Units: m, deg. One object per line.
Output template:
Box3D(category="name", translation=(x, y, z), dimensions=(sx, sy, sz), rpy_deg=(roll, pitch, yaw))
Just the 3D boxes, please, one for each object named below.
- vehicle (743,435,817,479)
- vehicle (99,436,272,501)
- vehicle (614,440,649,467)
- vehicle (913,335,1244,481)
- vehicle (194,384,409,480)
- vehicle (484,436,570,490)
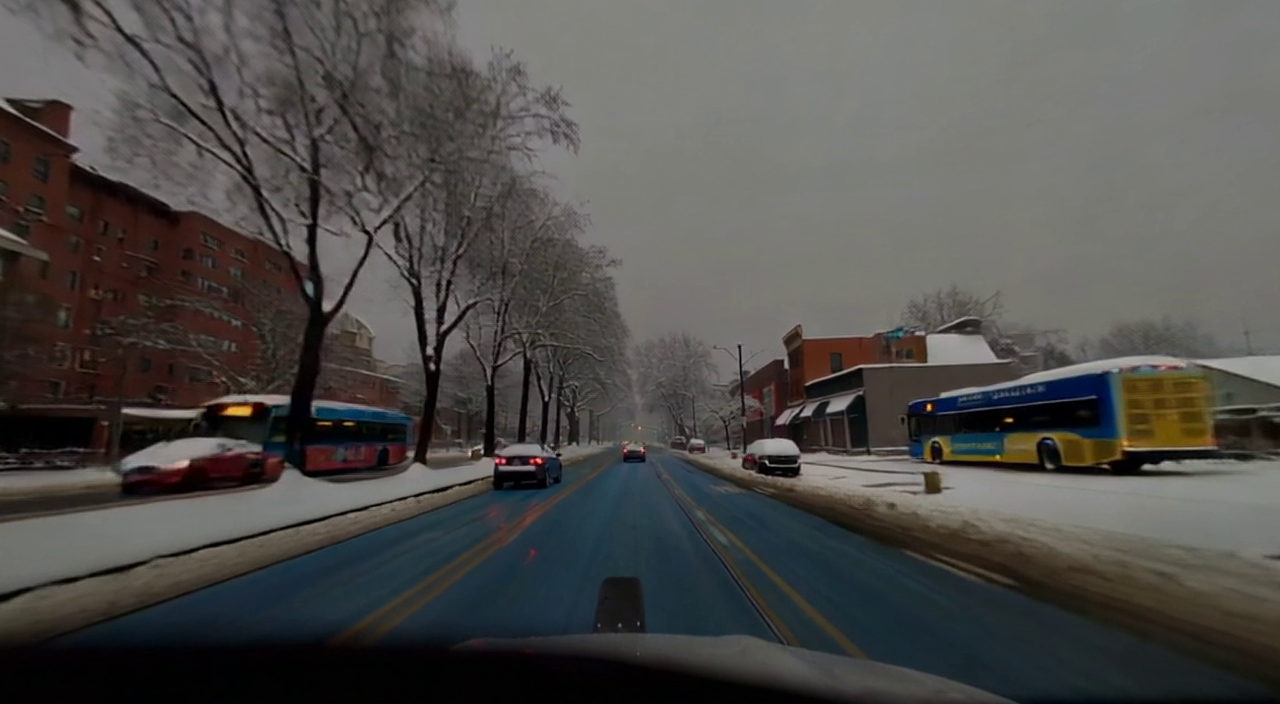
Box3D(category="vehicle", translation=(6.376, 4.866, 29.608), dimensions=(2.206, 1.803, 5.753), rpy_deg=(0, -8, 0))
Box3D(category="vehicle", translation=(-11.969, 3.060, 17.024), dimensions=(1.797, 1.532, 3.869), rpy_deg=(0, -8, -1))
Box3D(category="vehicle", translation=(-0.486, 6.189, 38.714), dimensions=(1.999, 1.520, 3.896), rpy_deg=(0, -8, 0))
Box3D(category="vehicle", translation=(17.723, 2.910, 28.745), dimensions=(3.225, 4.571, 16.558), rpy_deg=(-3, -8, 0))
Box3D(category="vehicle", translation=(-15.575, 4.109, 31.356), dimensions=(3.303, 3.710, 13.912), rpy_deg=(0, -8, -1))
Box3D(category="vehicle", translation=(-3.480, 3.505, 20.304), dimensions=(1.934, 1.522, 4.287), rpy_deg=(0, -8, 1))
